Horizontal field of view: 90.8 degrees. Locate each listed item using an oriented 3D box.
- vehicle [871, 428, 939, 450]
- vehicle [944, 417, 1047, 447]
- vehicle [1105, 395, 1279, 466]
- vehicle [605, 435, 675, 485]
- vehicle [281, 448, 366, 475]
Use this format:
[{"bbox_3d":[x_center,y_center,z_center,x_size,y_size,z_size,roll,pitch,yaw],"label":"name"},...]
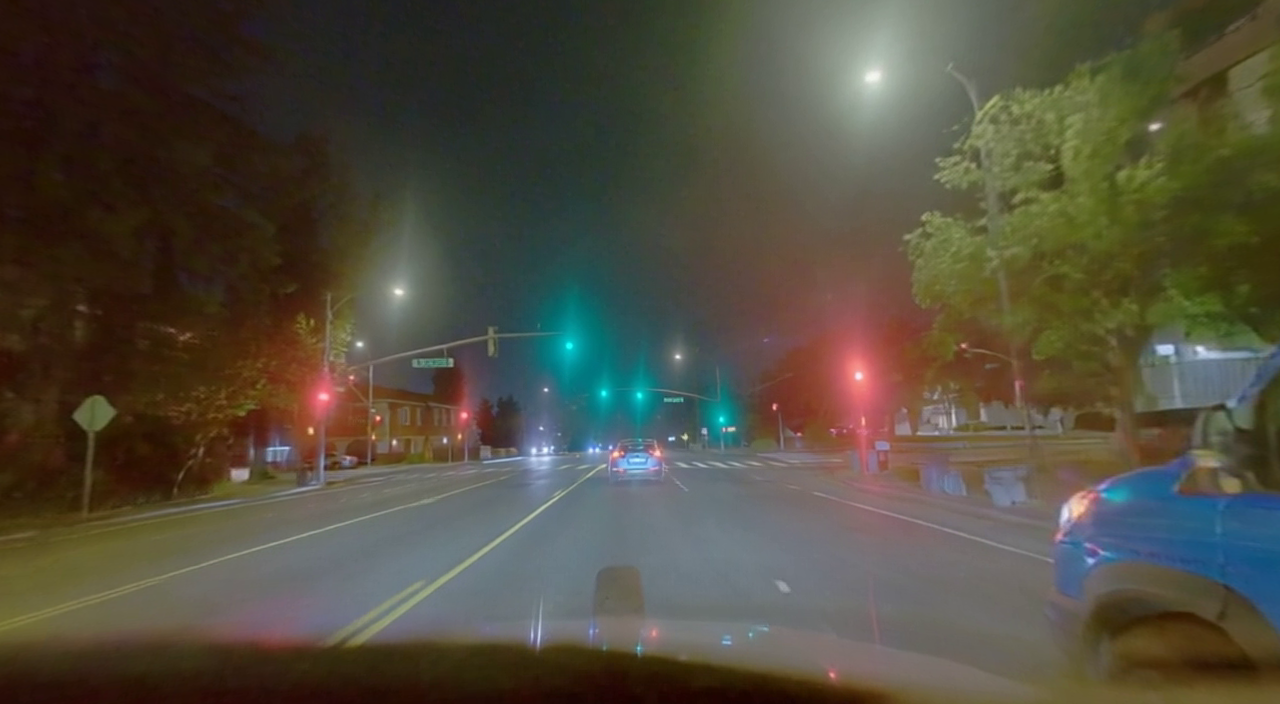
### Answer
[{"bbox_3d":[18.805,6.219,44.945,3.949,1.505,1.766,-1,-9,1],"label":"vehicle"},{"bbox_3d":[25.440,5.743,45.320,6.041,1.900,2.349,-1,-9,-6],"label":"vehicle"},{"bbox_3d":[16.453,2.249,17.904,4.735,1.882,2.087,-1,-9,2],"label":"vehicle"},{"bbox_3d":[-0.009,3.517,20.822,2.104,1.462,3.991,0,-9,0],"label":"vehicle"},{"bbox_3d":[-20.963,7.284,41.986,4.588,1.703,1.879,-1,-9,1],"label":"vehicle"}]
